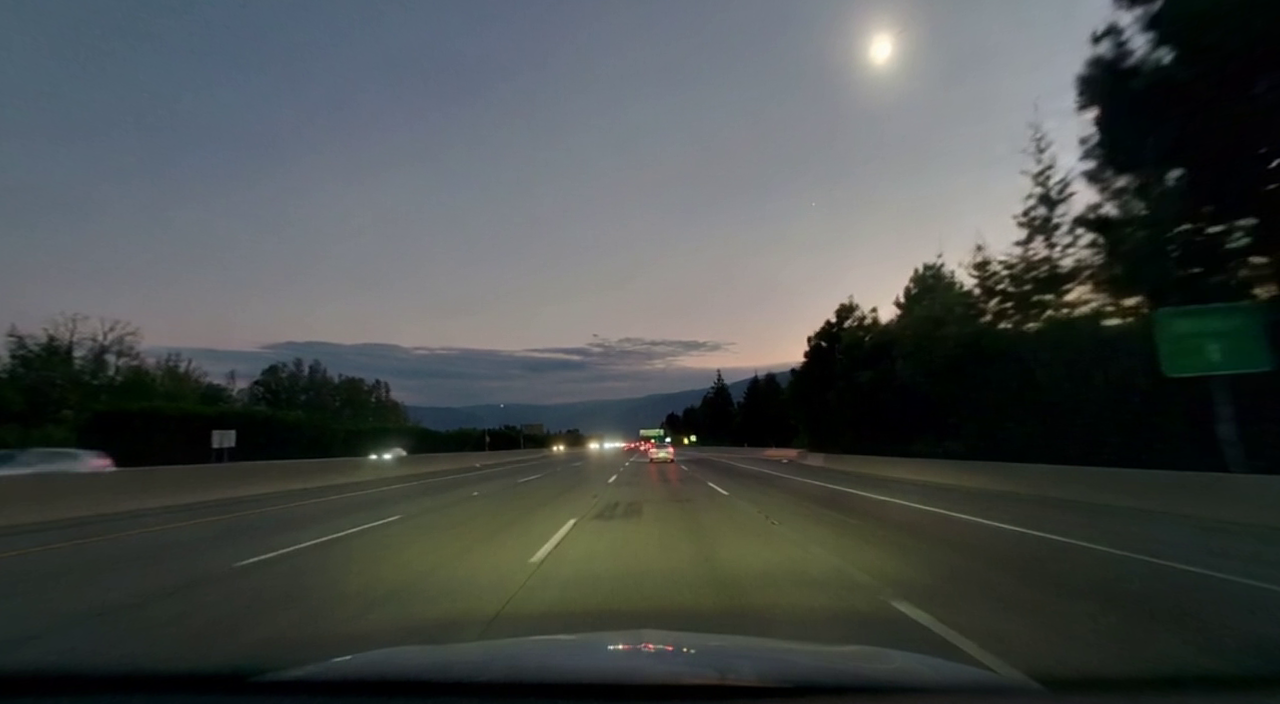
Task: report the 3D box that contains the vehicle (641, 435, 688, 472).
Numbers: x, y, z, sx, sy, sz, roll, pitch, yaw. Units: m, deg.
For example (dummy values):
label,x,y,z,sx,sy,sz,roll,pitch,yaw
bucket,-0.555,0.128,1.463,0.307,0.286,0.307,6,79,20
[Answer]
label,x,y,z,sx,sy,sz,roll,pitch,yaw
vehicle,1.230,5.378,33.592,2.260,1.766,4.348,0,-8,-1

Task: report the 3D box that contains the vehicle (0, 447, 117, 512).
label,x,y,z,sx,sy,sz,roll,pitch,yaw
vehicle,-21.128,4.131,20.744,2.588,1.981,6.134,0,-8,0
